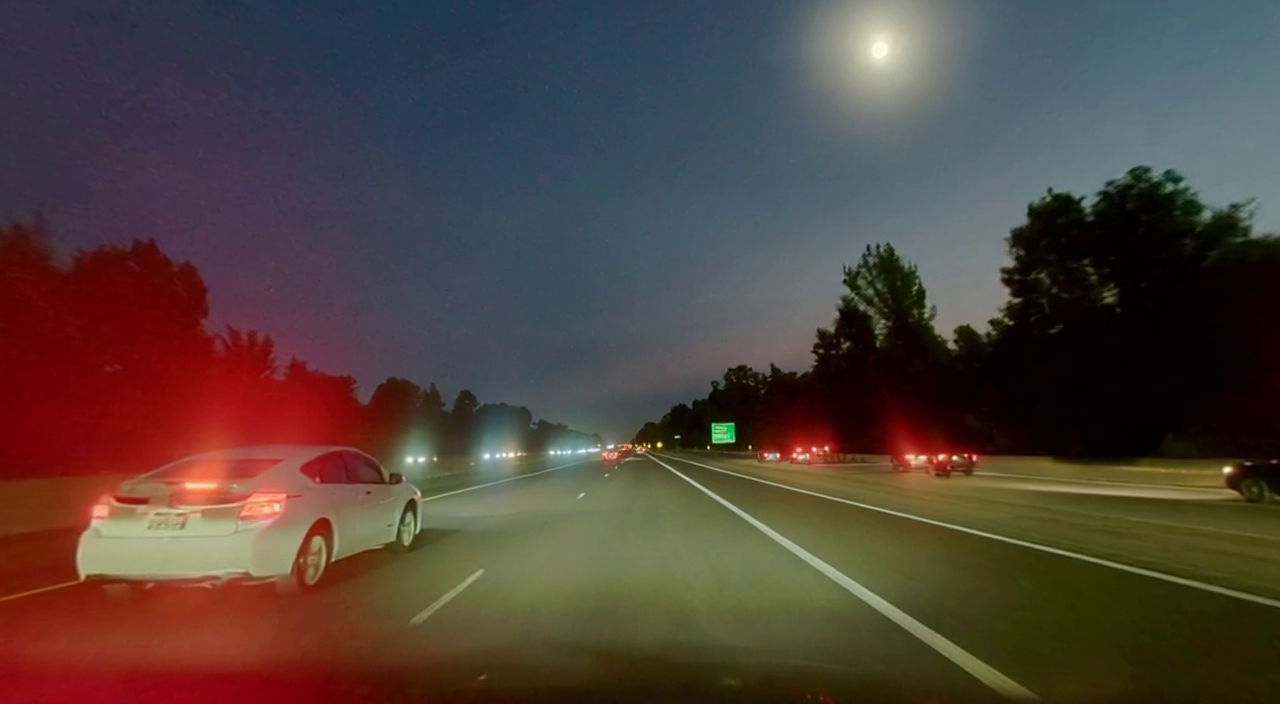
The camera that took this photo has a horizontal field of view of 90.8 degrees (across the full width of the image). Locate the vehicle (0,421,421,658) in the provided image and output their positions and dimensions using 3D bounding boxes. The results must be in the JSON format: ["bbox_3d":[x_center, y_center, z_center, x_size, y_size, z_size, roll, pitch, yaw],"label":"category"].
[{"bbox_3d":[-3.995,1.605,6.462,1.988,1.585,4.215,0,-9,0],"label":"vehicle"}]

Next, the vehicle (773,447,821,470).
[{"bbox_3d":[11.496,7.835,46.542,2.076,1.563,4.396,1,-9,-5],"label":"vehicle"}]
